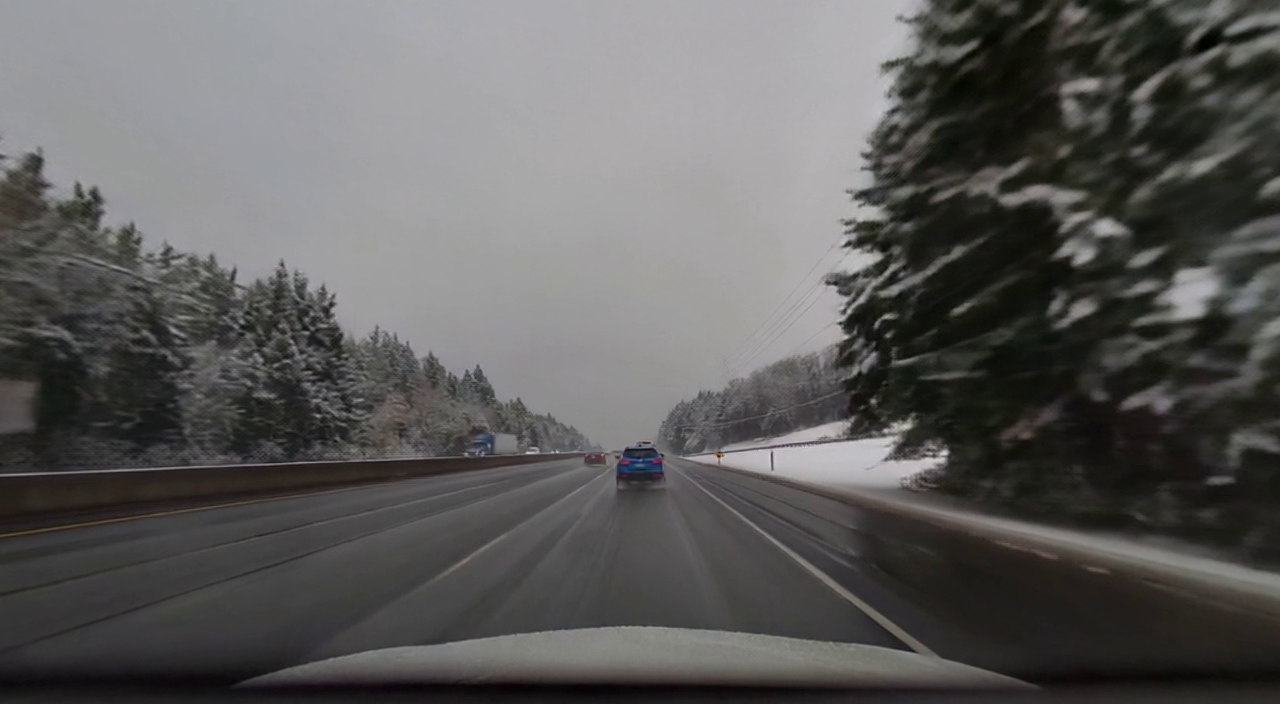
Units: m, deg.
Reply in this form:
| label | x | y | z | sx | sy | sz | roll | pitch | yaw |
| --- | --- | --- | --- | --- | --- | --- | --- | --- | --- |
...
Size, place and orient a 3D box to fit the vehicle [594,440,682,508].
| label | x | y | z | sx | sy | sz | roll | pitch | yaw |
| --- | --- | --- | --- | --- | --- | --- | --- | --- | --- |
| vehicle | -0.058 | 3.089 | 16.419 | 1.966 | 1.499 | 4.298 | 0 | -9 | 0 |
